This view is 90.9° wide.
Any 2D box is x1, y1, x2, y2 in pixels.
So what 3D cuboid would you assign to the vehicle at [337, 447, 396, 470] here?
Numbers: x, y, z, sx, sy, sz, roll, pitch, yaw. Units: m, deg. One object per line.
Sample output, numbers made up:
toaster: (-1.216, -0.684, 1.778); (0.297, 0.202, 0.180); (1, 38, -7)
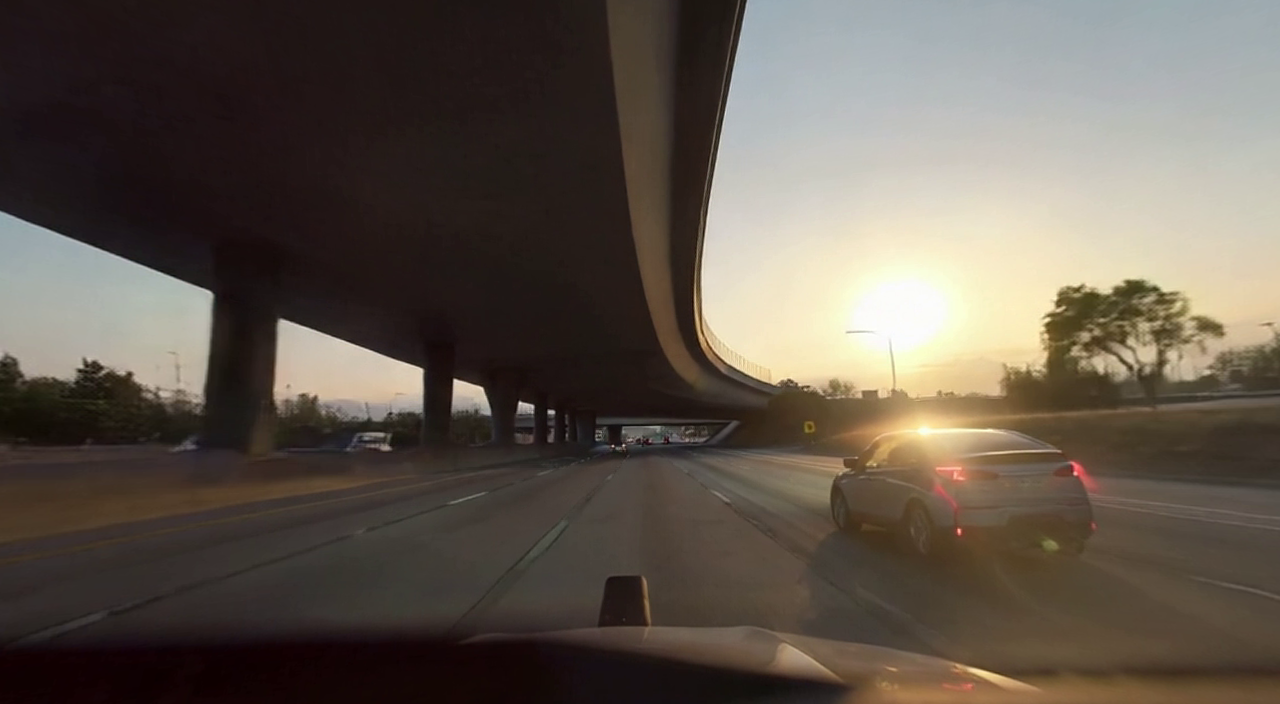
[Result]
vehicle: (-18.085, 7.036, 41.919); (1.933, 1.467, 4.408); (0, -9, 0)
